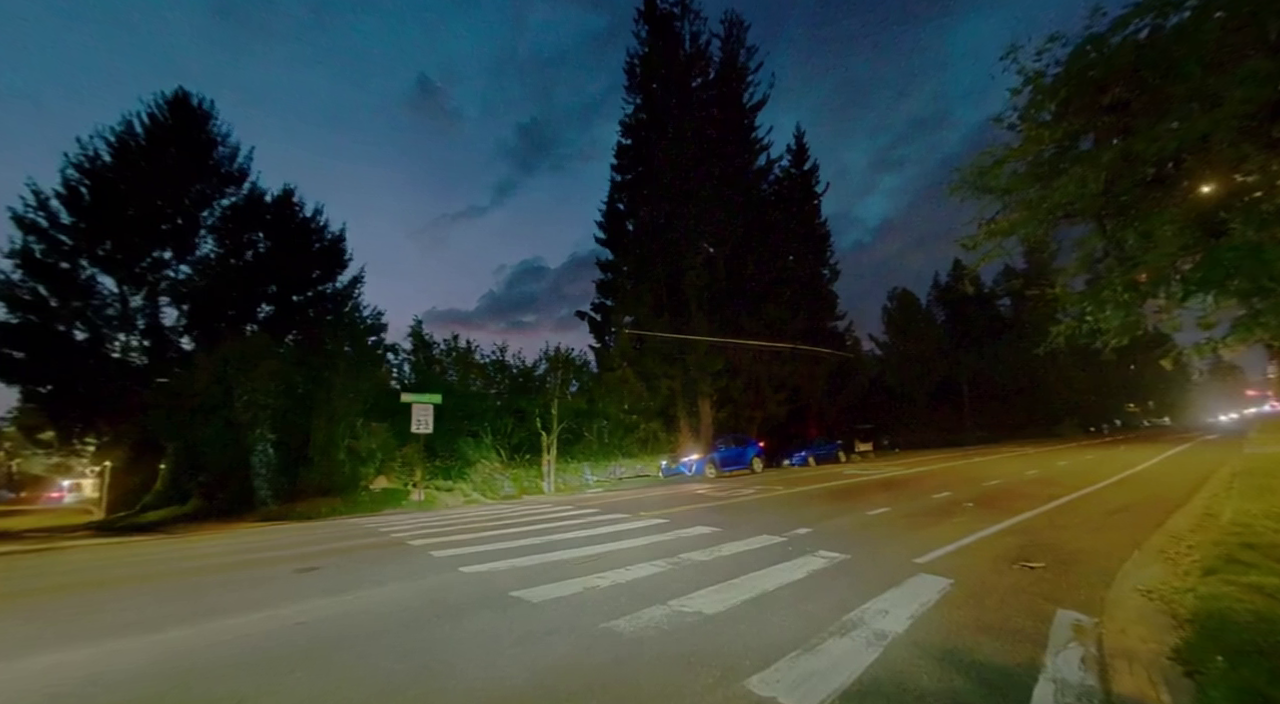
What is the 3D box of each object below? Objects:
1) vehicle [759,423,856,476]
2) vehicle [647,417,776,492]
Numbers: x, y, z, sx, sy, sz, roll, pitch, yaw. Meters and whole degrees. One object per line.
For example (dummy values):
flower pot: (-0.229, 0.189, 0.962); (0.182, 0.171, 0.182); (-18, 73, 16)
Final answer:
vehicle: (7.831, 4.487, 29.276); (4.467, 1.700, 2.087); (-3, -8, -44)
vehicle: (2.919, 3.930, 24.613); (2.159, 1.959, 5.179); (-14, -7, 41)
